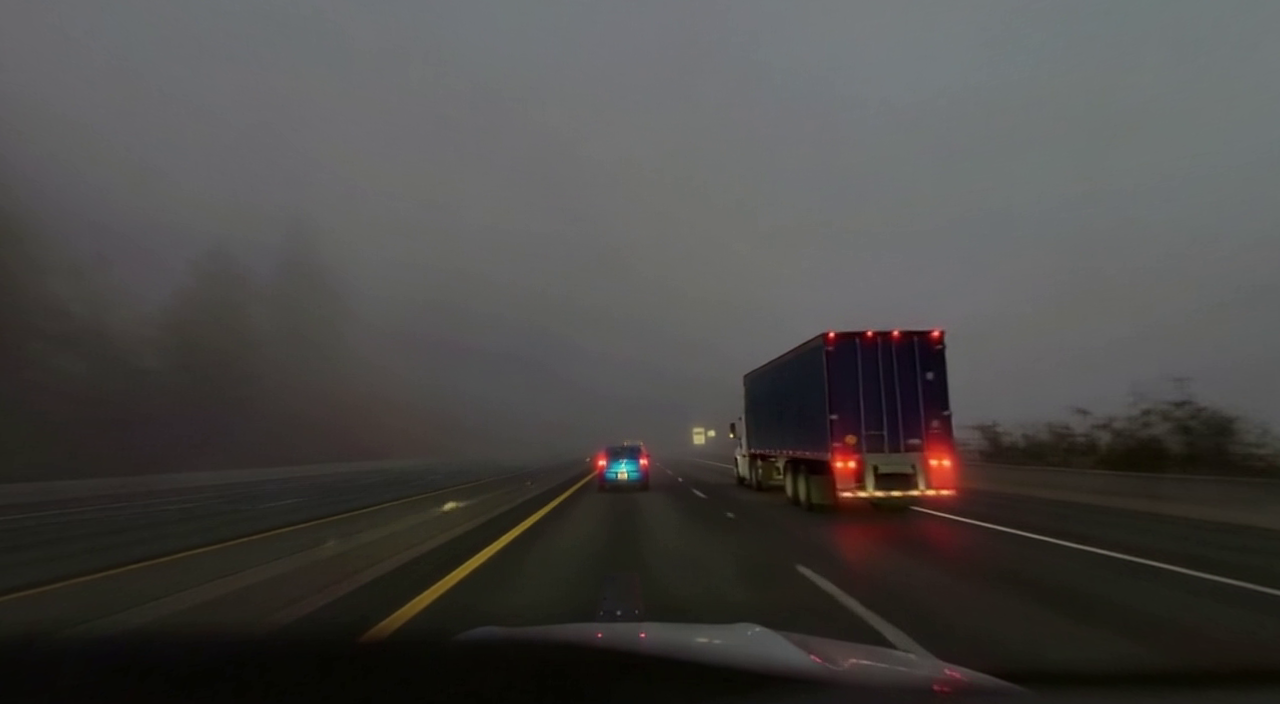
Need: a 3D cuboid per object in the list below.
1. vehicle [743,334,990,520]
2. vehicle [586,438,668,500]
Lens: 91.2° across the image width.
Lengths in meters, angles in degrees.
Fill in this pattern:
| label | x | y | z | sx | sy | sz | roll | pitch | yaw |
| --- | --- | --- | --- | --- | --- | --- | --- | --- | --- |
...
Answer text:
| label | x | y | z | sx | sy | sz | roll | pitch | yaw |
| --- | --- | --- | --- | --- | --- | --- | --- | --- | --- |
| vehicle | 4.508 | 1.816 | 14.498 | 2.791 | 3.201 | 7.145 | 0 | -9 | -1 |
| vehicle | -0.343 | 3.220 | 17.585 | 2.066 | 1.490 | 3.759 | -1 | -9 | 0 |
